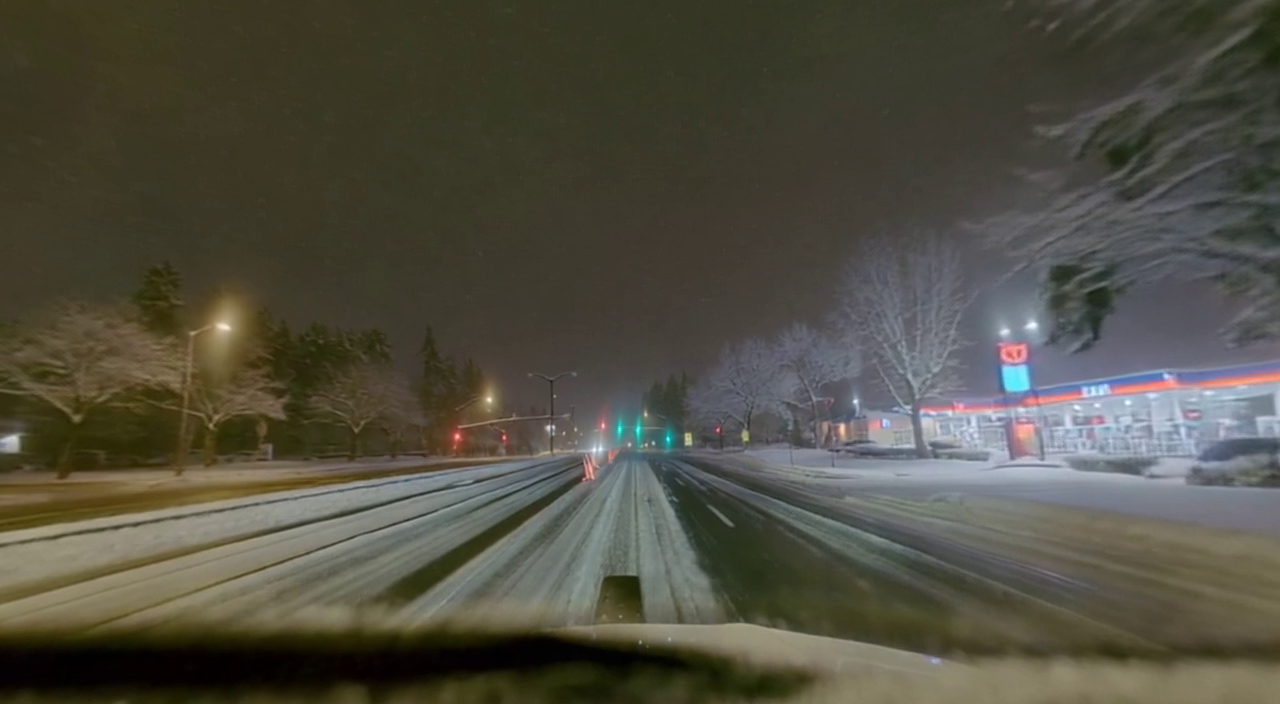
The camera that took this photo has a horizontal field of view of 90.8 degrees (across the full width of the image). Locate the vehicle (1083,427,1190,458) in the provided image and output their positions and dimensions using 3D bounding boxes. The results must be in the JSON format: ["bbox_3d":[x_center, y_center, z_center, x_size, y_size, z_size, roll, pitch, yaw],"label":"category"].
[{"bbox_3d":[30.305,5.558,38.735,4.628,1.817,1.996,-2,-8,10],"label":"vehicle"}]

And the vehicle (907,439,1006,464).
[{"bbox_3d":[18.292,5.766,36.677,4.674,1.399,1.987,0,-8,0],"label":"vehicle"}]
